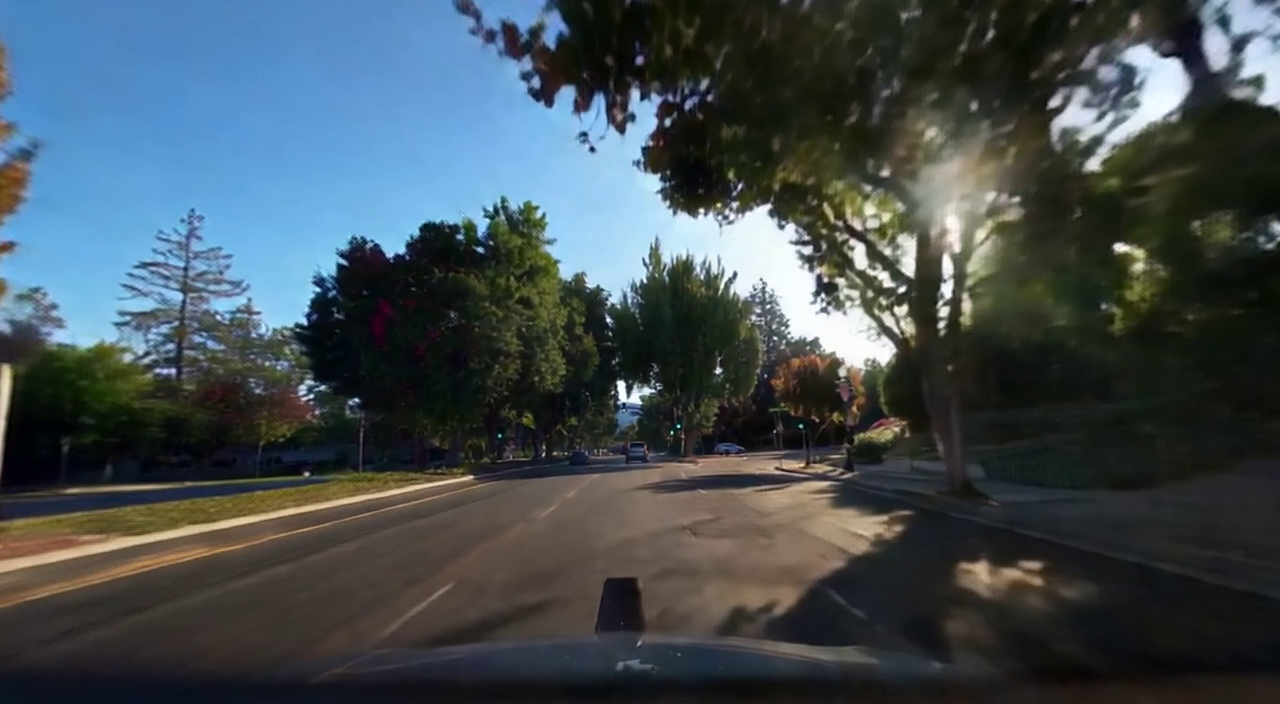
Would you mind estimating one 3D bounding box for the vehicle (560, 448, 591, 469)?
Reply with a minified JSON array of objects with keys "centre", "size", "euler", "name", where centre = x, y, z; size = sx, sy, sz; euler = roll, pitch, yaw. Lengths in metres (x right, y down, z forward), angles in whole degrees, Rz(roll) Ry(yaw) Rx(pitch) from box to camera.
[{"centre":[-4.476,7.416,44.270],"size":[1.674,1.408,4.141],"euler":[0,-8,1],"name":"vehicle"}]
